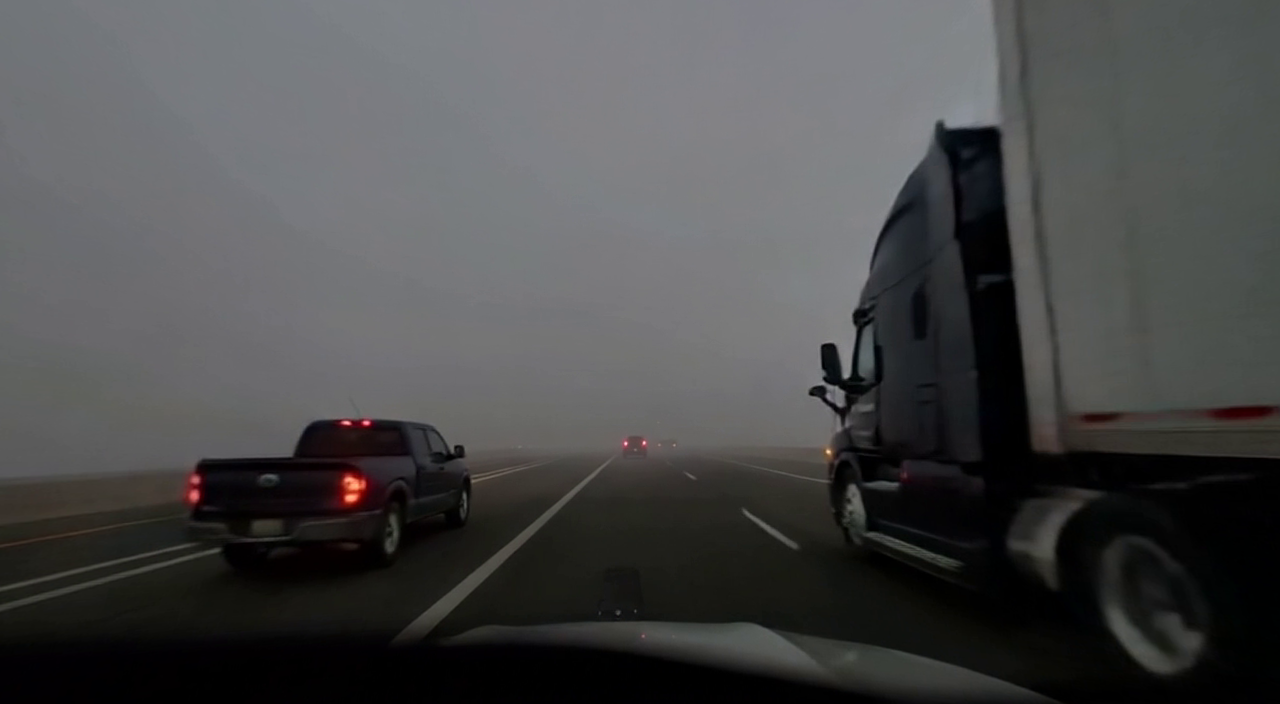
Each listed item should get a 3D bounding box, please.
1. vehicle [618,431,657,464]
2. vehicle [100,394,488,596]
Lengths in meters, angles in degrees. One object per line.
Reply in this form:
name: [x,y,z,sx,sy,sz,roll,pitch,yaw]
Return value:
vehicle: [-0.206,6.390,42.288,2.456,2.007,4.728,0,-8,-2]
vehicle: [-3.612,1.586,7.875,2.326,1.761,4.450,0,-8,0]
